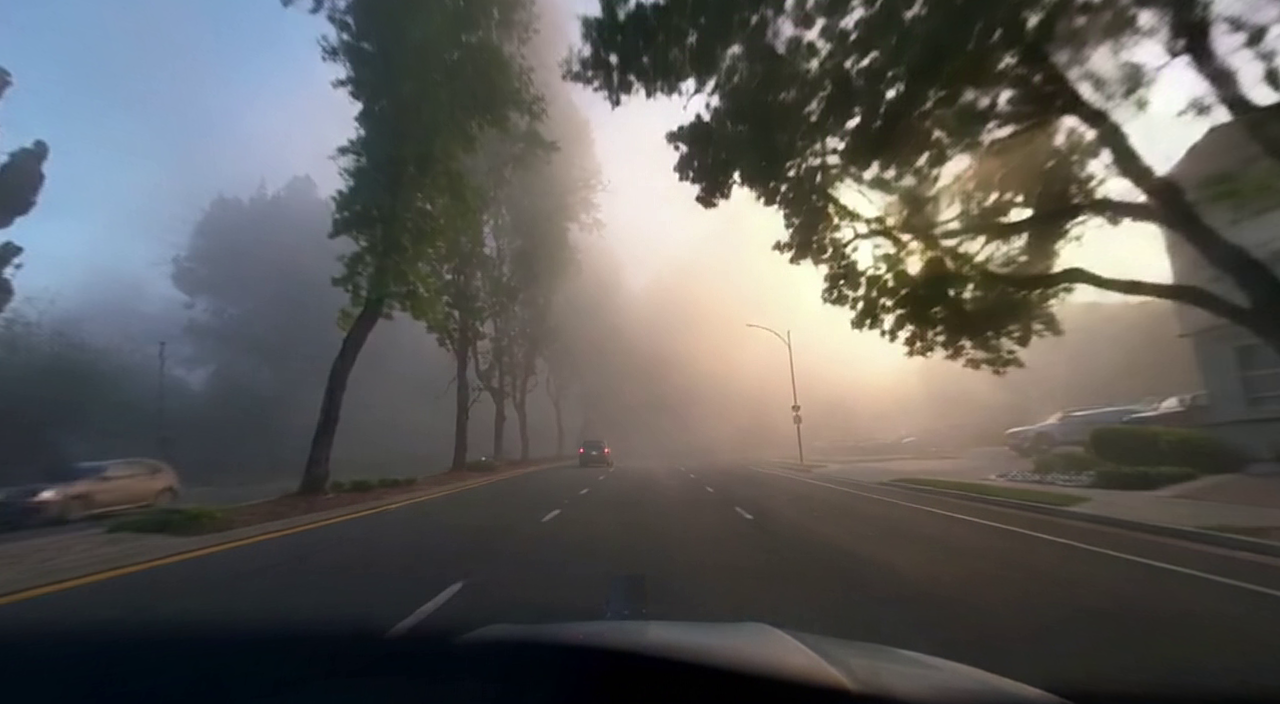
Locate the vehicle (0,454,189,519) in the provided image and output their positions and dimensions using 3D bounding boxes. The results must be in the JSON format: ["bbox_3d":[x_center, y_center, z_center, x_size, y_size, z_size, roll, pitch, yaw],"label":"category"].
[{"bbox_3d":[-16.230,3.950,18.995,1.923,1.637,4.409,0,-8,1],"label":"vehicle"}]

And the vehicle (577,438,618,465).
[{"bbox_3d":[-2.758,6.612,42.102,2.283,1.716,4.395,0,-8,1],"label":"vehicle"}]
